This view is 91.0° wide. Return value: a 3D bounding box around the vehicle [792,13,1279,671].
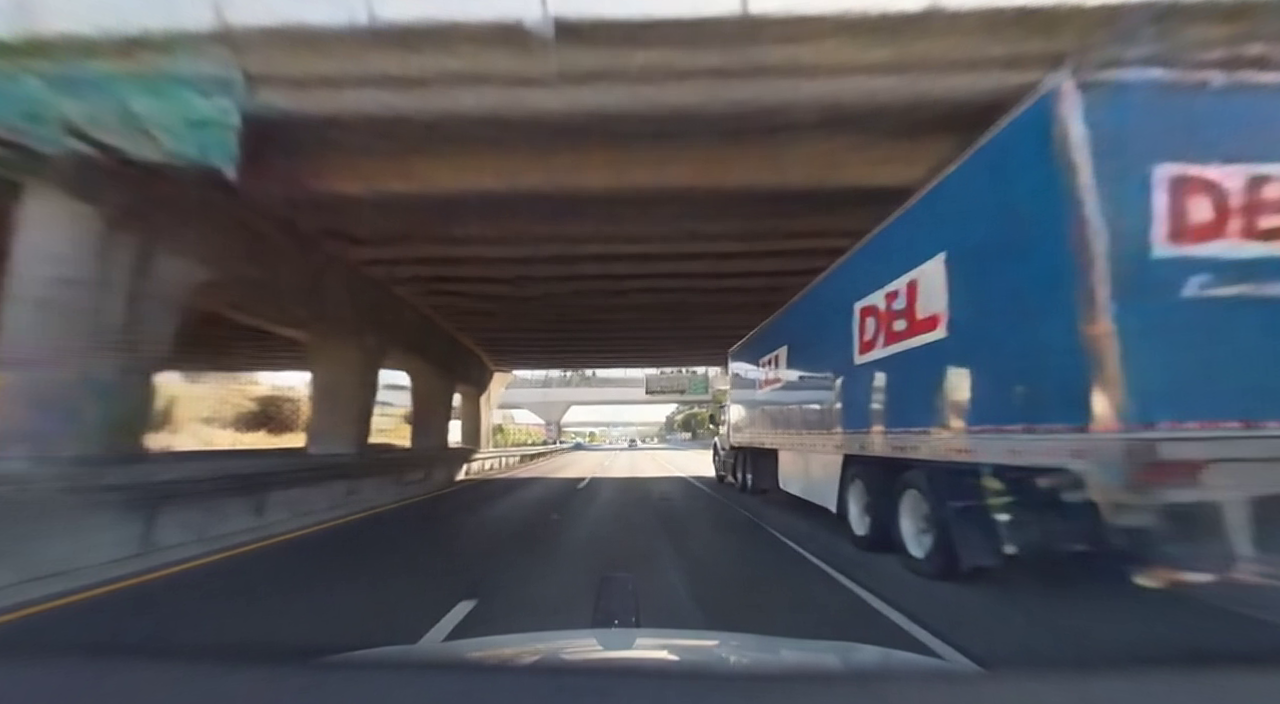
[{"bbox_3d":[4.510,0.370,7.827,2.880,3.918,8.254,0,-8,-2],"label":"vehicle"}]
